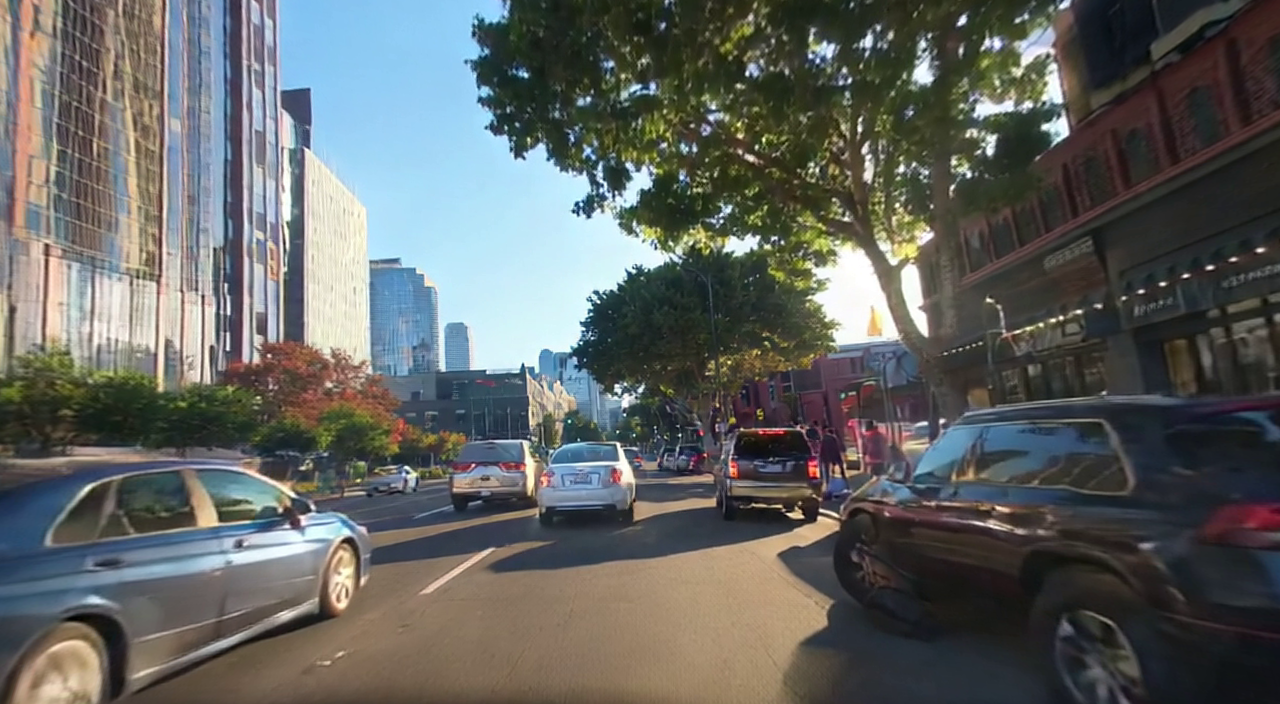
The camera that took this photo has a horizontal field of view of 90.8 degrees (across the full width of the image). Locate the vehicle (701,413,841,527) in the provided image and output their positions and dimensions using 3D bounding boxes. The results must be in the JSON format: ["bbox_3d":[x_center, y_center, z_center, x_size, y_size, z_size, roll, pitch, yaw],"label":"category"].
[{"bbox_3d":[2.633,2.402,13.493,2.352,1.953,4.798,-1,-8,8],"label":"vehicle"}]

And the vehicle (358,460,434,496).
[{"bbox_3d":[-12.363,6.391,32.326,2.122,1.606,4.221,0,-8,0],"label":"vehicle"}]

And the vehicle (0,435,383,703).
[{"bbox_3d":[-3.401,1.240,3.590,1.940,1.481,4.376,0,-8,1],"label":"vehicle"}]

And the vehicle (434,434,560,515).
[{"bbox_3d":[-3.579,3.146,16.852,2.000,1.818,4.668,-1,-8,4],"label":"vehicle"}]

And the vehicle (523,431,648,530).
[{"bbox_3d":[-0.908,2.492,12.815,2.076,1.667,3.948,0,-8,2],"label":"vehicle"}]

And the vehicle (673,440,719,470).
[{"bbox_3d":[2.924,5.467,33.918,2.065,1.461,4.181,0,-8,-1],"label":"vehicle"}]

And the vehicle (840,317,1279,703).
[{"bbox_3d":[3.107,1.071,4.320,1.971,1.749,4.564,0,-8,0],"label":"vehicle"}]
